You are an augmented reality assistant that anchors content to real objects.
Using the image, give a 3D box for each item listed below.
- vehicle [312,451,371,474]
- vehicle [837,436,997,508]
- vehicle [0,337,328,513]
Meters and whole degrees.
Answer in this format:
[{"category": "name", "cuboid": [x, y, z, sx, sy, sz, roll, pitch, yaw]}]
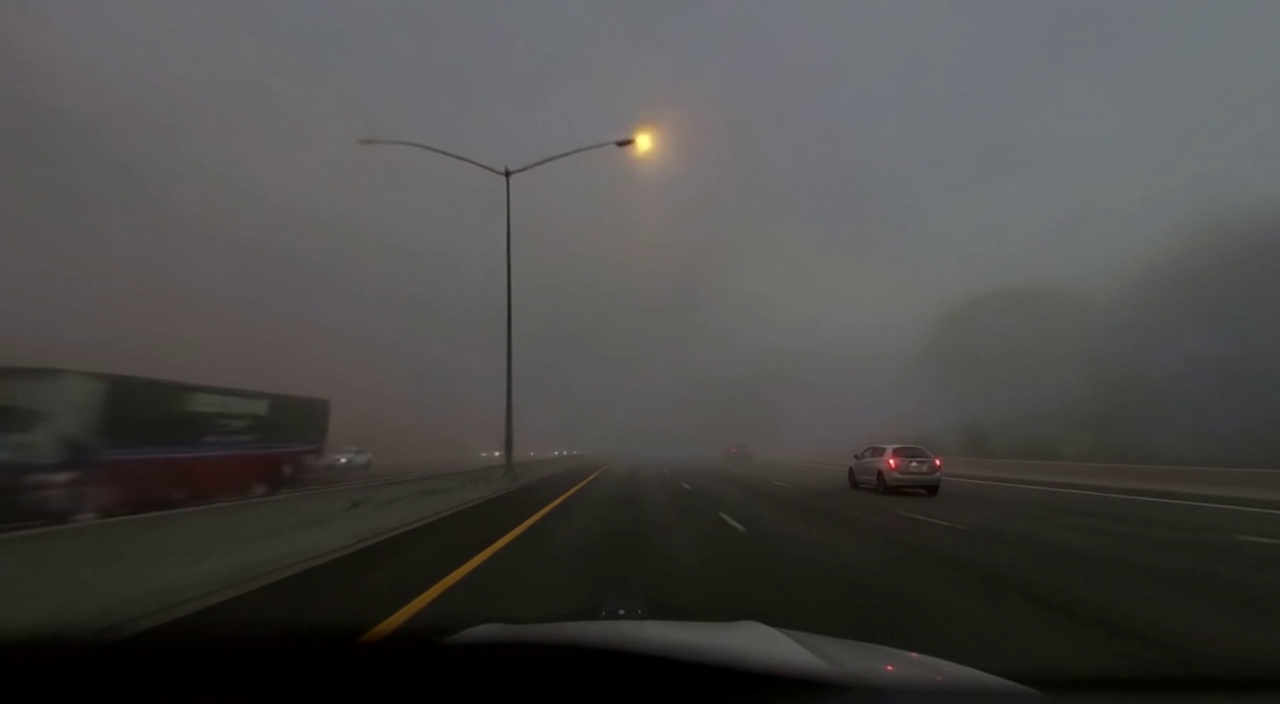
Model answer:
[{"category": "vehicle", "cuboid": [-21.467, 7.930, 45.702, 1.893, 1.523, 4.814, 0, -8, 0]}, {"category": "vehicle", "cuboid": [6.831, 2.992, 16.271, 1.901, 1.548, 4.684, 0, -9, -1]}, {"category": "vehicle", "cuboid": [-17.436, 2.872, 22.625, 3.189, 4.305, 18.790, 0, -9, 0]}]
